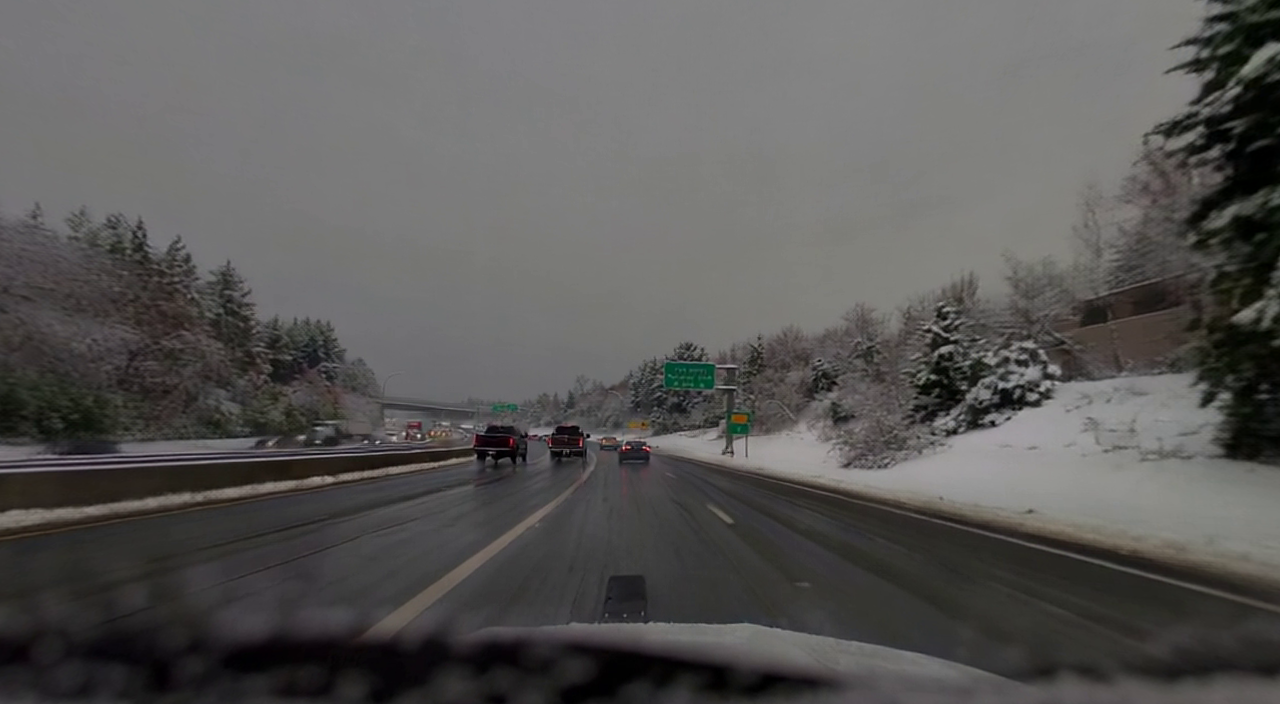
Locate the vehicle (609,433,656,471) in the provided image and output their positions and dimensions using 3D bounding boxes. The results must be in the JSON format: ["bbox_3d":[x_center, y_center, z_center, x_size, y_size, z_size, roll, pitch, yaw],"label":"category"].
[{"bbox_3d":[-0.387,4.740,29.990,2.092,1.671,3.772,0,-8,-2],"label":"vehicle"}]

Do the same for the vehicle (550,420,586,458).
[{"bbox_3d":[-5.381,6.604,47.702,2.279,2.672,5.256,0,-8,-2],"label":"vehicle"}]

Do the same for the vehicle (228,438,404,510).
[{"bbox_3d":[-7.563,2.854,15.321,1.896,1.465,4.399,0,-8,1],"label":"vehicle"}]

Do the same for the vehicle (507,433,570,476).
[{"bbox_3d":[-4.160,4.279,26.502,2.005,1.631,4.295,0,-8,-1],"label":"vehicle"}]

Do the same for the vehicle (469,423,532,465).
[{"bbox_3d":[-8.694,5.852,40.109,2.773,2.402,6.232,0,-8,-2],"label":"vehicle"}]

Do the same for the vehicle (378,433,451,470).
[{"bbox_3d":[-11.818,5.262,33.486,2.079,1.807,5.187,0,-8,-2],"label":"vehicle"}]

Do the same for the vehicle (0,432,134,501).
[{"bbox_3d":[-15.870,2.902,16.333,1.926,1.587,4.354,0,-8,-1],"label":"vehicle"}]

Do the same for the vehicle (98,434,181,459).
[{"bbox_3d":[-32.583,6.176,41.265,1.844,1.520,4.578,0,-8,-3],"label":"vehicle"}]
